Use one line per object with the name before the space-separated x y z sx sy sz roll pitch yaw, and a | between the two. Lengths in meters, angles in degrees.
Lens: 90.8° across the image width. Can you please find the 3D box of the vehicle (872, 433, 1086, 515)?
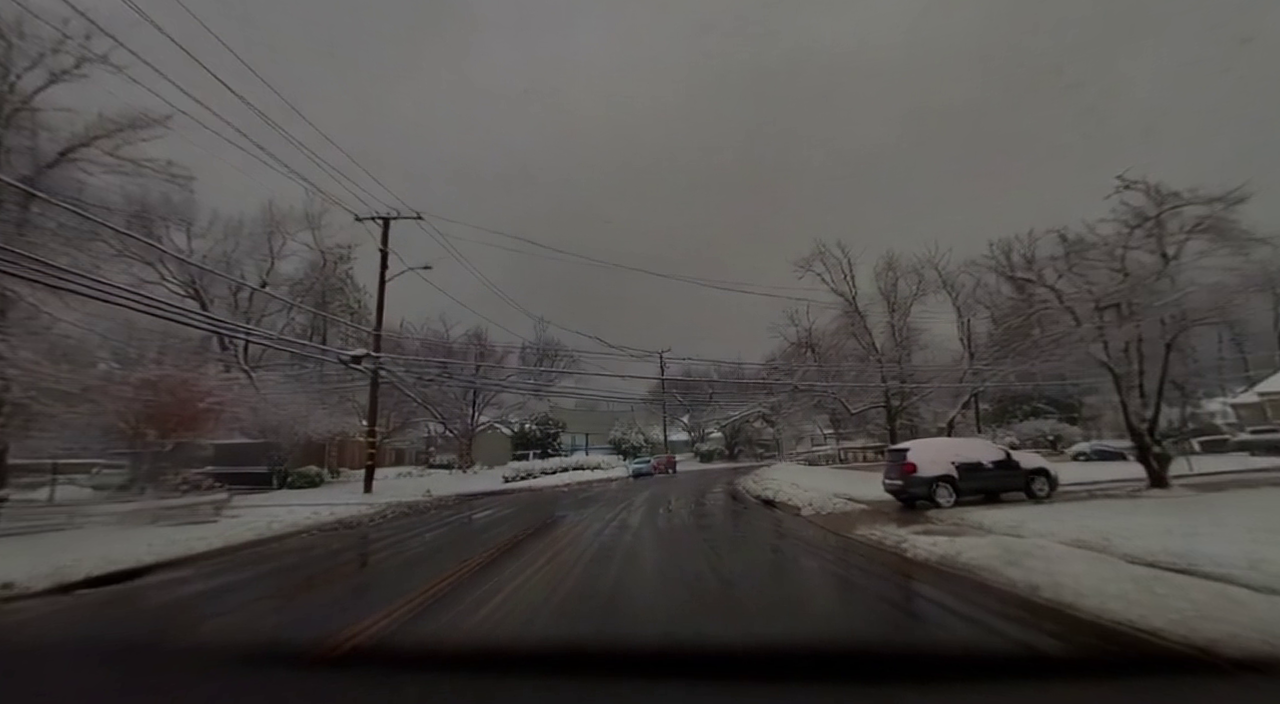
vehicle | 7.727 2.782 14.698 3.846 1.725 1.920 0 -9 -3
